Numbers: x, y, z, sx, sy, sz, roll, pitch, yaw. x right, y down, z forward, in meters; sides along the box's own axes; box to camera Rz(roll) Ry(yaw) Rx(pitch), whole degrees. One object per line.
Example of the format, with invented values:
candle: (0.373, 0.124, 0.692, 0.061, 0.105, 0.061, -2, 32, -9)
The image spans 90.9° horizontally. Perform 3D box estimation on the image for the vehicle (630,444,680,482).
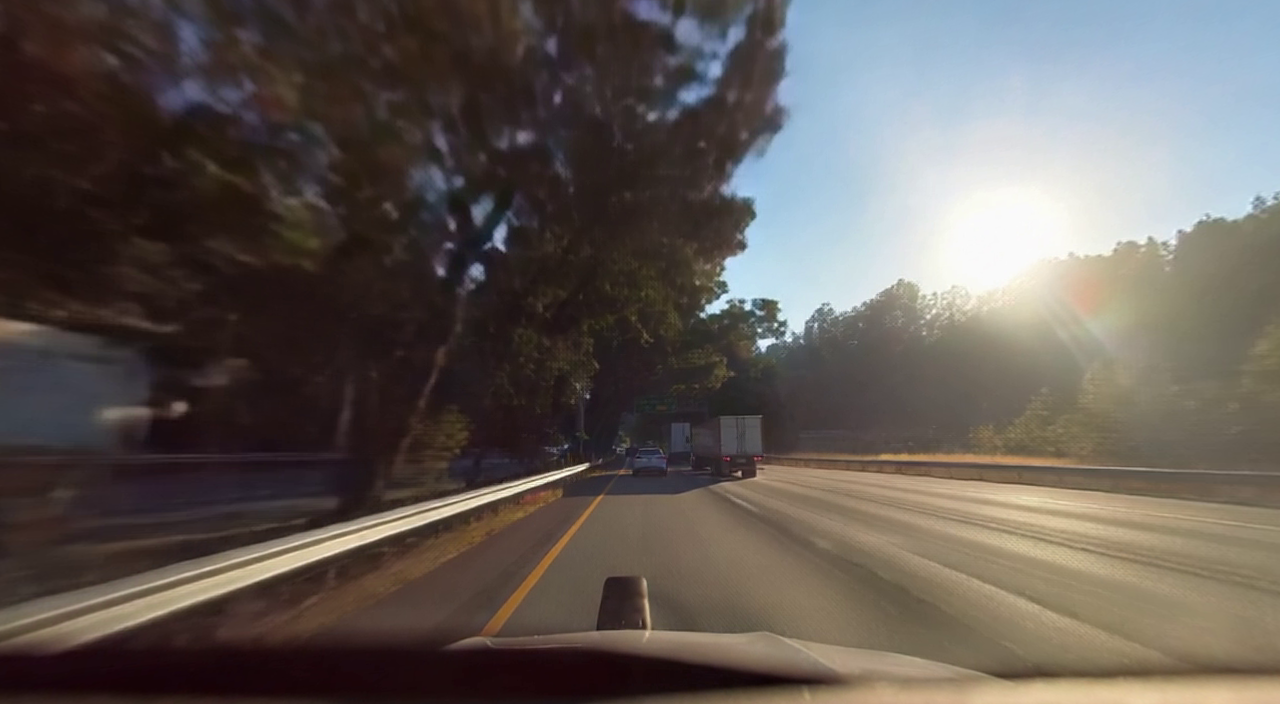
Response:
vehicle: (0.602, 4.885, 28.017, 2.069, 1.523, 4.012, 0, -9, -1)

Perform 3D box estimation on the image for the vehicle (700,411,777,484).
vehicle: (4.835, 4.889, 32.460, 2.600, 3.282, 7.635, 0, -9, -1)
